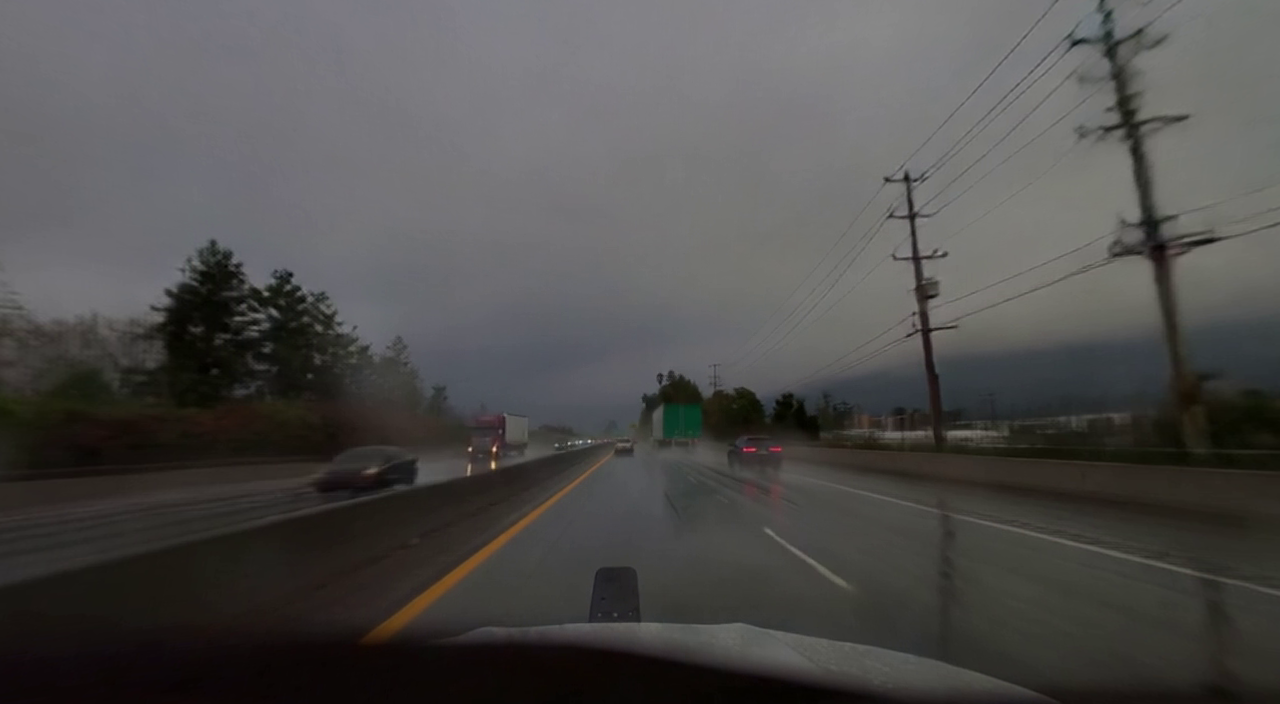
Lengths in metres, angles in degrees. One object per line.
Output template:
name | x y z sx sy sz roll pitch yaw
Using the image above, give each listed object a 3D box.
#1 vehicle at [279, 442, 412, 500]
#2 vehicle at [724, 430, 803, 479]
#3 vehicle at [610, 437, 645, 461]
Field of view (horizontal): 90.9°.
vehicle | -8.796 3.553 19.364 1.915 1.484 4.561 0 -8 0
vehicle | 4.355 3.658 22.876 1.930 1.573 3.853 0 -8 -2
vehicle | -0.828 6.269 41.045 2.163 1.466 3.693 0 -8 -1
